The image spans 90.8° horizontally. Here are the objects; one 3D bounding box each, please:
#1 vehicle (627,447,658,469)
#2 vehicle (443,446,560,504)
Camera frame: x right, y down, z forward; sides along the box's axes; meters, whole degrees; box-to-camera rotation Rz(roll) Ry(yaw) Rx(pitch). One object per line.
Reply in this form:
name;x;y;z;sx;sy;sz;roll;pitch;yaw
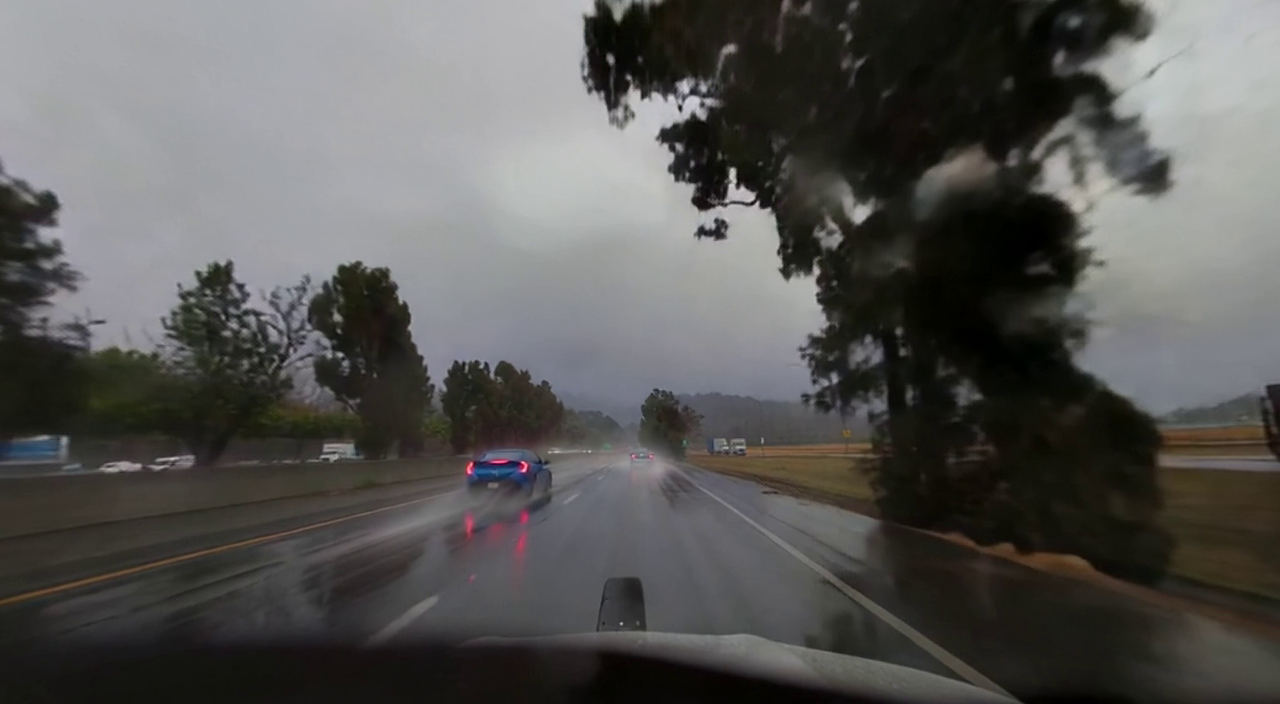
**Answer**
vehicle;0.164;7.514;44.966;2.079;1.450;3.942;0;-9;0
vehicle;-3.781;3.450;18.219;2.170;1.451;4.584;0;-9;2
